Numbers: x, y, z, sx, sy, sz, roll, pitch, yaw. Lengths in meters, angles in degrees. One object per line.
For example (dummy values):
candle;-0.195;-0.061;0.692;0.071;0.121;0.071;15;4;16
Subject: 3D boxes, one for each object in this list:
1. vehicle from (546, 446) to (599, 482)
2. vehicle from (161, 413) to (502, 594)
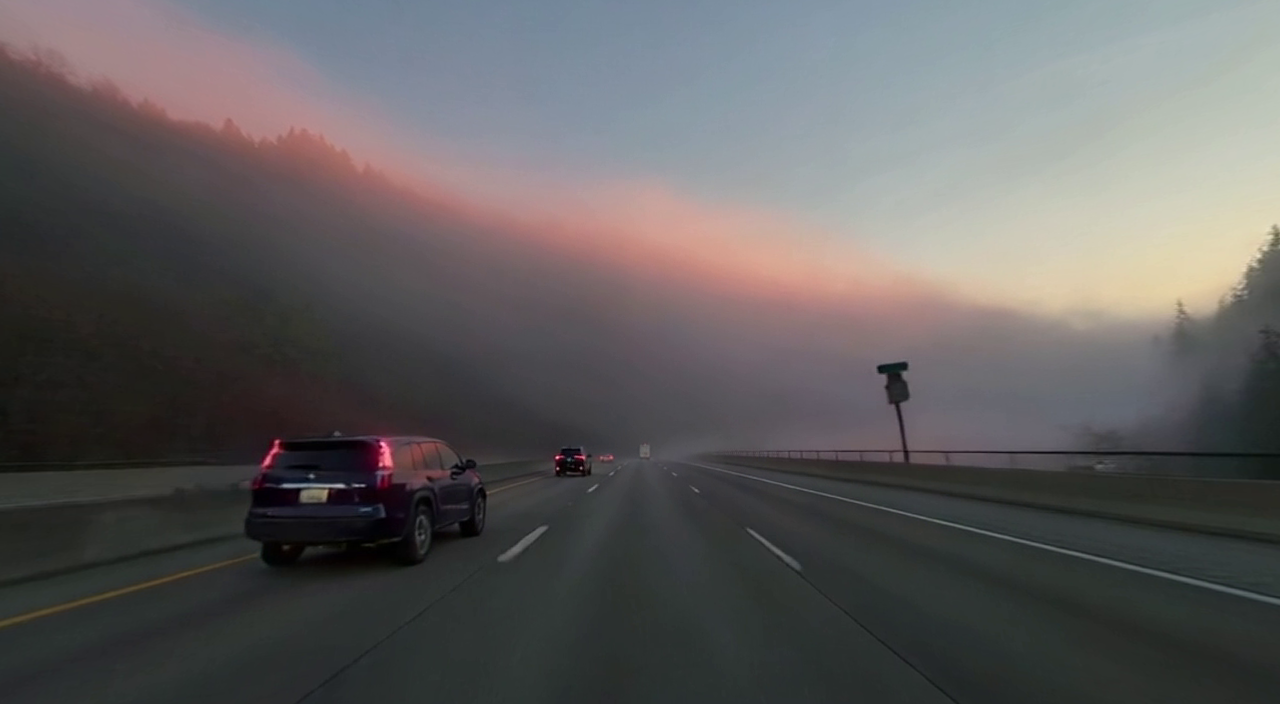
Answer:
vehicle;-3.038;5.125;29.101;1.944;1.548;4.051;0;-9;1
vehicle;-3.477;1.819;8.429;2.147;1.708;4.630;0;-9;1
